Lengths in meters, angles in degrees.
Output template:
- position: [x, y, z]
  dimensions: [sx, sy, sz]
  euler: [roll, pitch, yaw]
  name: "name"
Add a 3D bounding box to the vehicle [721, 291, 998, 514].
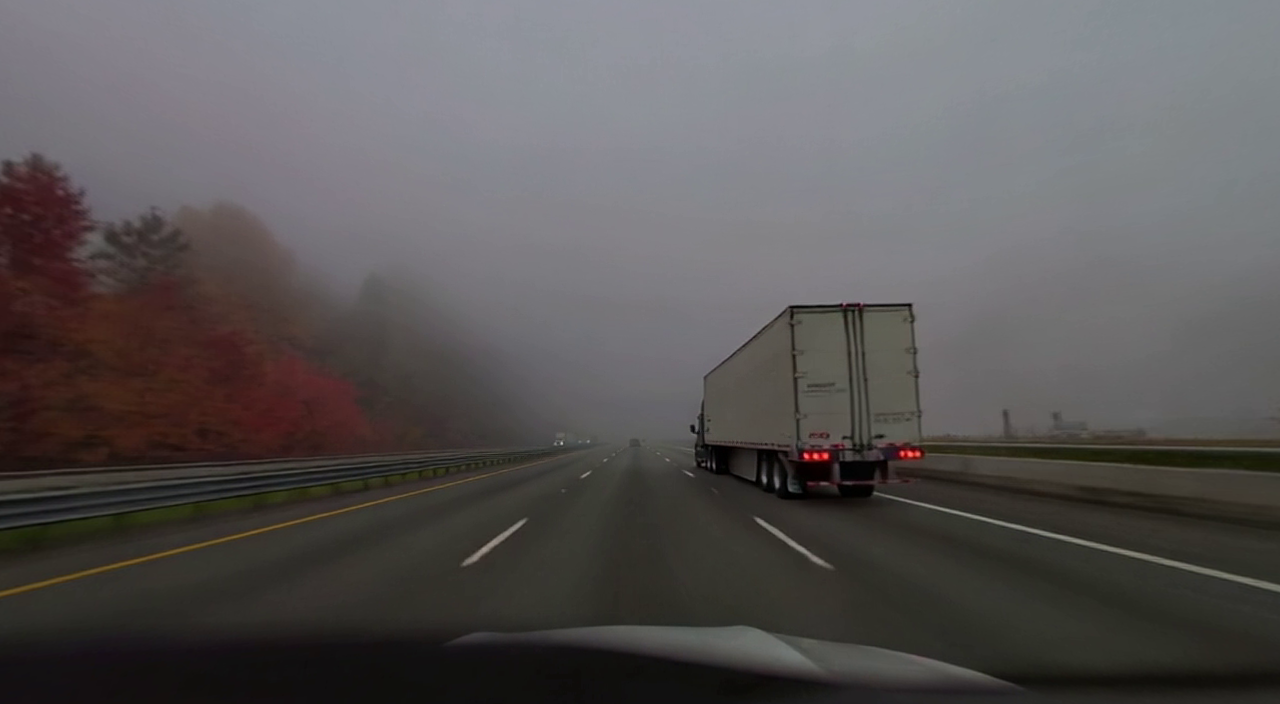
- position: [4.350, 1.444, 15.360]
  dimensions: [3.348, 3.847, 8.908]
  euler: [0, -8, -1]
  name: "vehicle"
